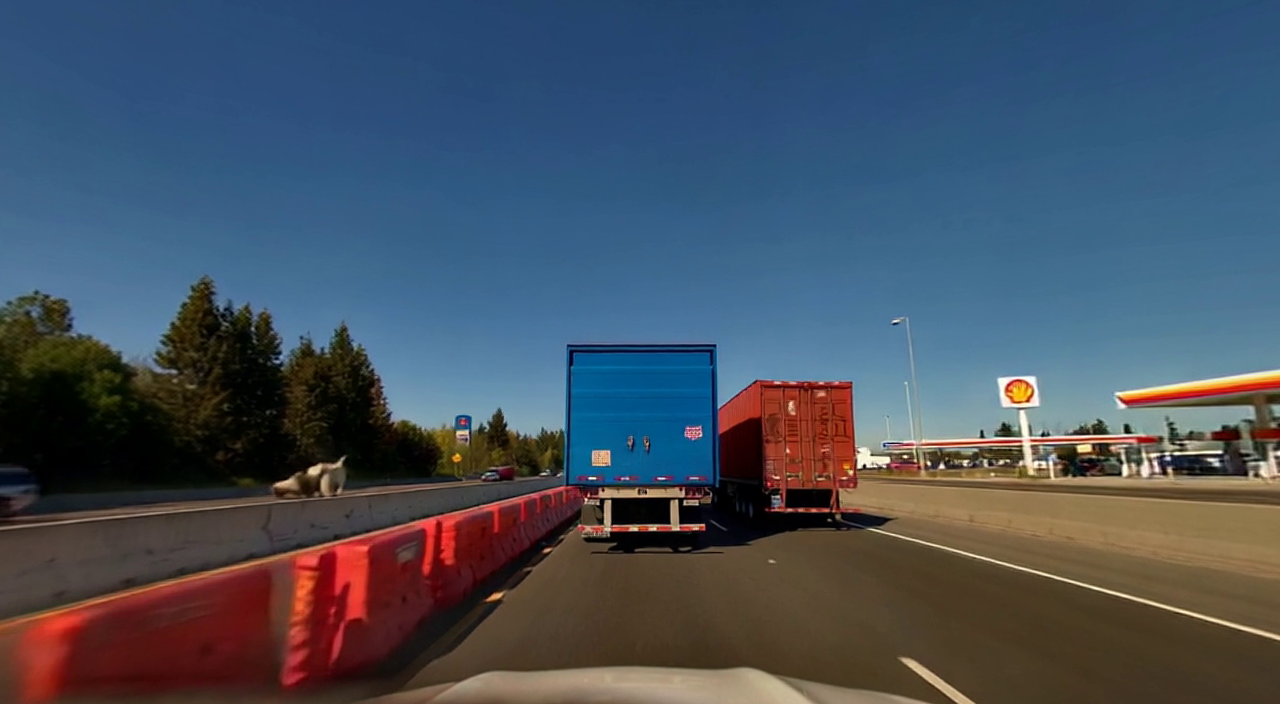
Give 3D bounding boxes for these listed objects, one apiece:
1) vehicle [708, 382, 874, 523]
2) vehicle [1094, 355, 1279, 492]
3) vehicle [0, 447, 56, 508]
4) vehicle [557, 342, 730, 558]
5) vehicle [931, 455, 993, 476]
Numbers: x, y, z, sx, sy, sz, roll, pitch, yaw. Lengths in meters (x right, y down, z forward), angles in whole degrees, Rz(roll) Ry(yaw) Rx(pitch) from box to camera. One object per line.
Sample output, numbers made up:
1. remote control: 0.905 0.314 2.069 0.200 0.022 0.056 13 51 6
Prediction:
1. vehicle: 4.433 3.455 21.168 2.936 3.640 9.443 1 -10 -2
2. vehicle: 20.834 2.343 19.966 2.771 4.075 13.513 1 -11 0
3. vehicle: -48.229 9.594 48.928 16.489 4.054 2.903 -10 -14 44
4. vehicle: 0.042 2.268 14.119 2.618 3.306 8.676 1 -10 0
5. vehicle: 24.519 8.715 48.177 1.762 1.470 4.485 3 -11 -11
